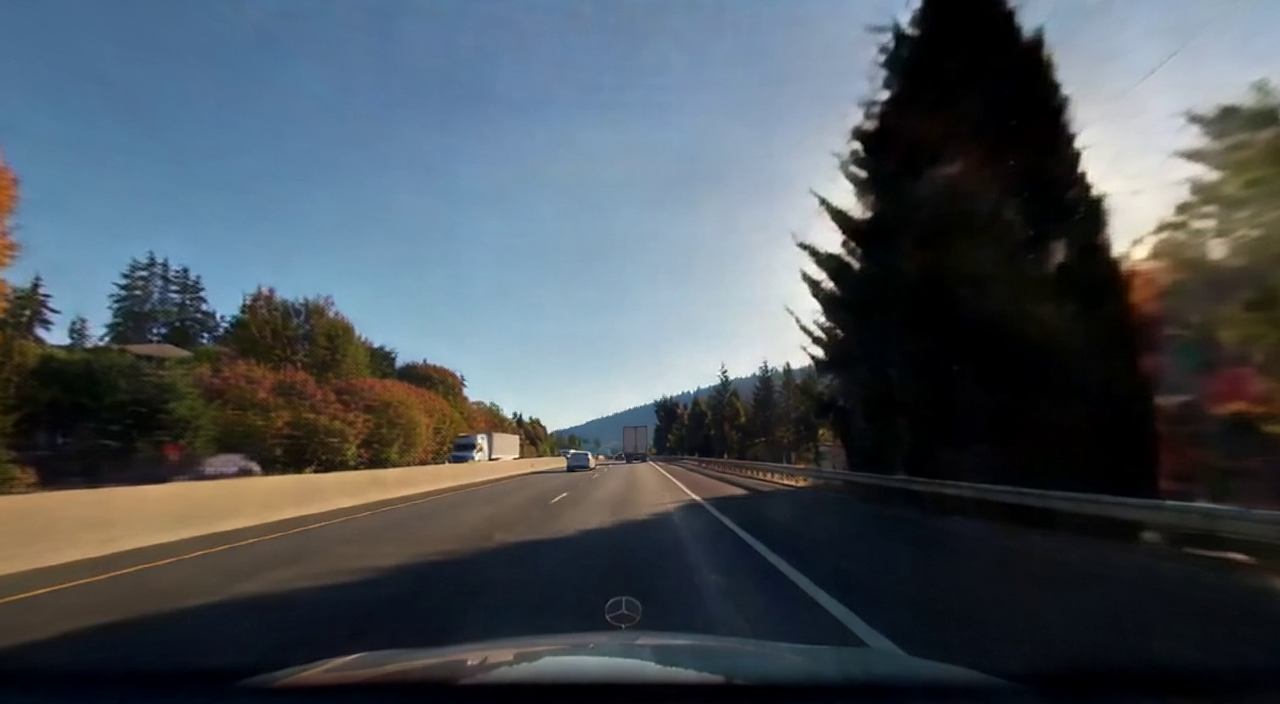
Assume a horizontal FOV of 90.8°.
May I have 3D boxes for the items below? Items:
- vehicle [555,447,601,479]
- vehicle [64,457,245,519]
[{"bbox_3d":[-3.407,6.204,35.530,2.081,1.682,4.425,0,-9,0],"label":"vehicle"},{"bbox_3d":[-13.152,3.663,17.470,1.796,1.445,3.995,0,-9,1],"label":"vehicle"}]
